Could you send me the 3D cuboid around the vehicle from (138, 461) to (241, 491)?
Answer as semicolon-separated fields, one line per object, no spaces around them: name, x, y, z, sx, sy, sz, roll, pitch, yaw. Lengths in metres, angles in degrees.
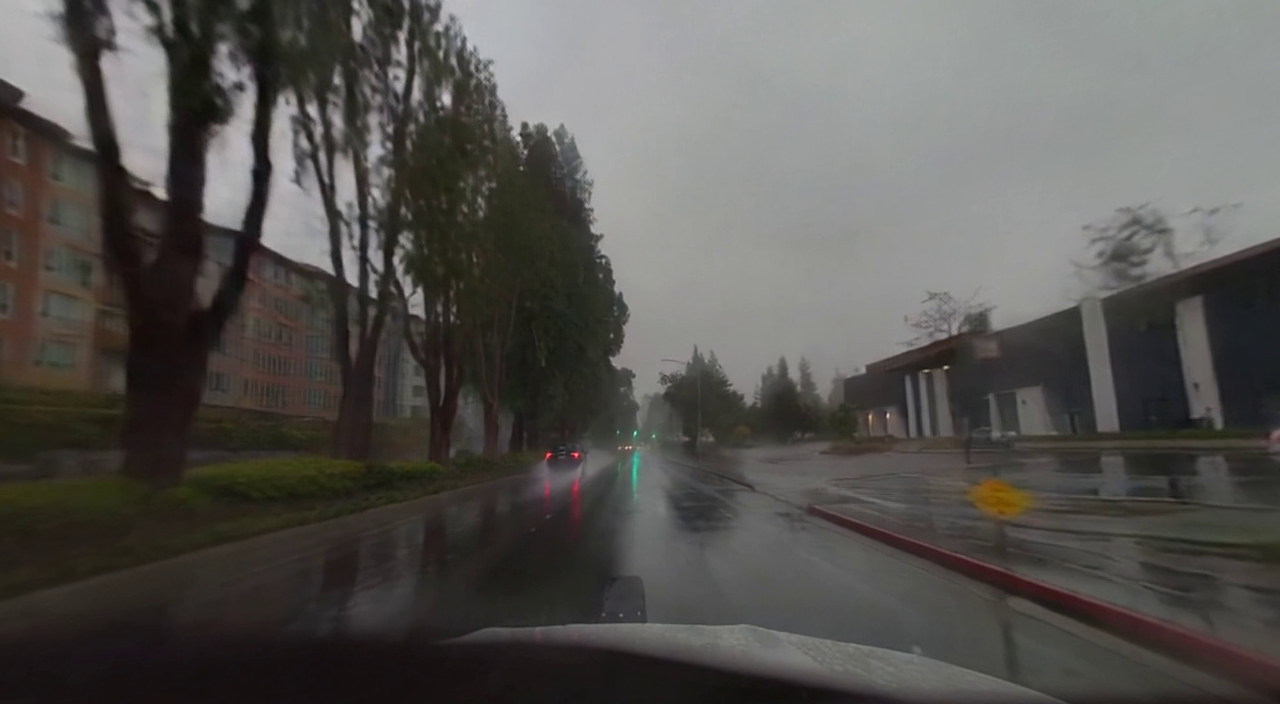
vehicle;-26.171;7.186;36.871;1.812;1.507;4.428;-5;-10;29

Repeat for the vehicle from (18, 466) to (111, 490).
vehicle;-36.984;8.092;40.636;4.257;1.446;1.817;-1;-8;2

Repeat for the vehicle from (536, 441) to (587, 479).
vehicle;-3.814;5.349;31.561;1.959;1.741;4.141;0;-9;1

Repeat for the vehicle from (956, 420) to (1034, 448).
vehicle;25.152;5.903;45.060;2.195;1.814;5.872;0;-8;0

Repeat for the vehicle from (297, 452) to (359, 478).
vehicle;-23.085;8.358;46.951;2.059;1.783;4.824;-1;-9;1

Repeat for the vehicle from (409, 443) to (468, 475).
vehicle;-12.208;6.501;38.578;2.071;1.817;4.634;0;-9;0
